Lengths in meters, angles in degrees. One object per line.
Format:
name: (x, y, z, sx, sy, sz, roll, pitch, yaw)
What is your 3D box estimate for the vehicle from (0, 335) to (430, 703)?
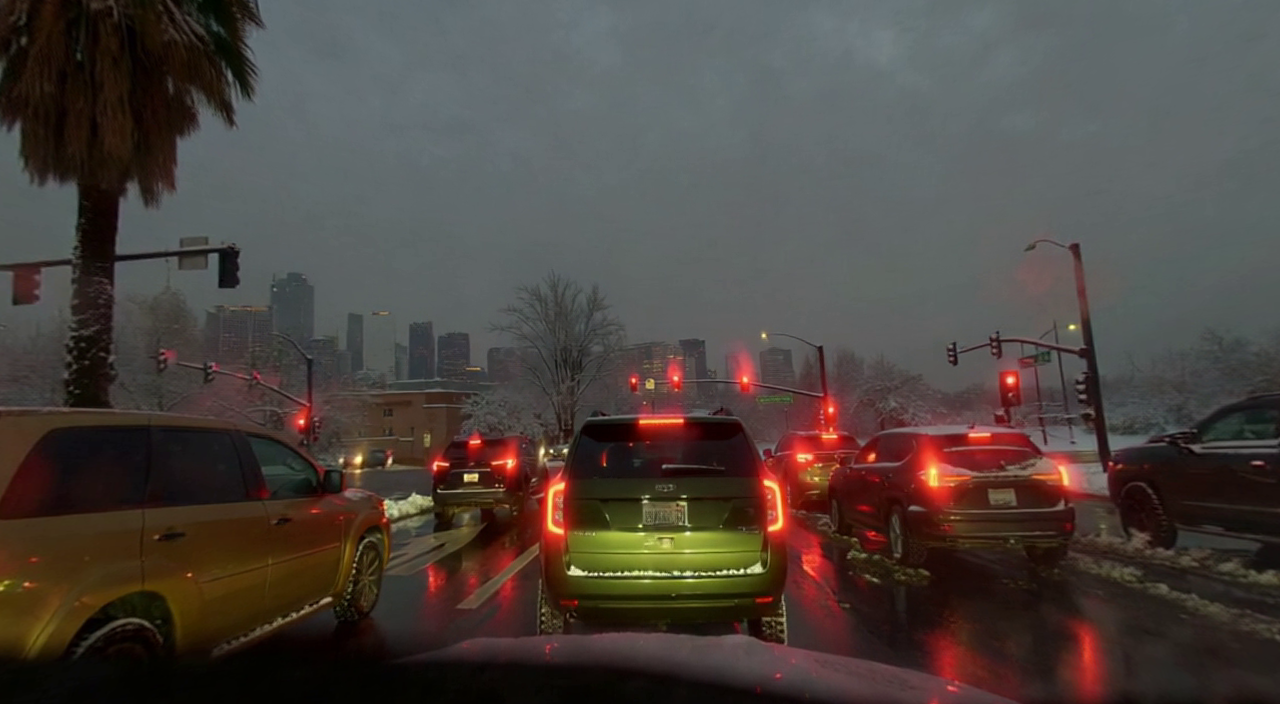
vehicle: (-3.161, 1.085, 3.902, 2.171, 1.702, 4.416, 0, -9, 0)

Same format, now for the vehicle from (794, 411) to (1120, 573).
vehicle: (4.001, 1.866, 9.294, 2.072, 1.704, 5.170, 0, -8, -1)

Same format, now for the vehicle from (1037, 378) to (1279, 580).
vehicle: (7.327, 1.336, 6.805, 2.337, 1.925, 5.728, 0, -8, 1)

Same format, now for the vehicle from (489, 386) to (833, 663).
vehicle: (0.160, 1.374, 6.037, 2.123, 1.704, 4.128, 0, -8, 1)
